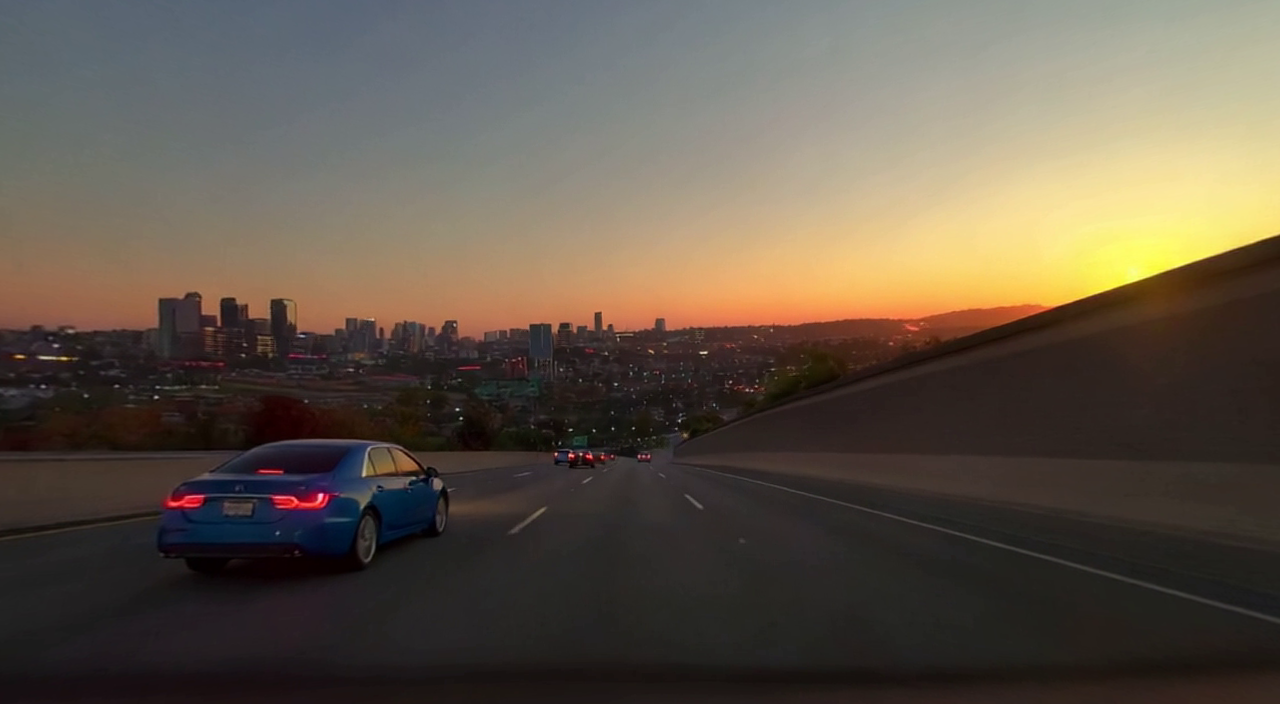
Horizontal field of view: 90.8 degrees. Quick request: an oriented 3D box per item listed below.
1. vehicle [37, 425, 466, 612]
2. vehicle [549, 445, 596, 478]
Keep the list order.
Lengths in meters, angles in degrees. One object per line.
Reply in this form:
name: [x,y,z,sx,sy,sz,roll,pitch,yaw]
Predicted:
vehicle: [-3.744,1.683,7.360,2.114,1.480,4.473,0,-9,0]
vehicle: [-3.595,5.948,34.573,2.075,1.702,4.257,0,-9,0]
